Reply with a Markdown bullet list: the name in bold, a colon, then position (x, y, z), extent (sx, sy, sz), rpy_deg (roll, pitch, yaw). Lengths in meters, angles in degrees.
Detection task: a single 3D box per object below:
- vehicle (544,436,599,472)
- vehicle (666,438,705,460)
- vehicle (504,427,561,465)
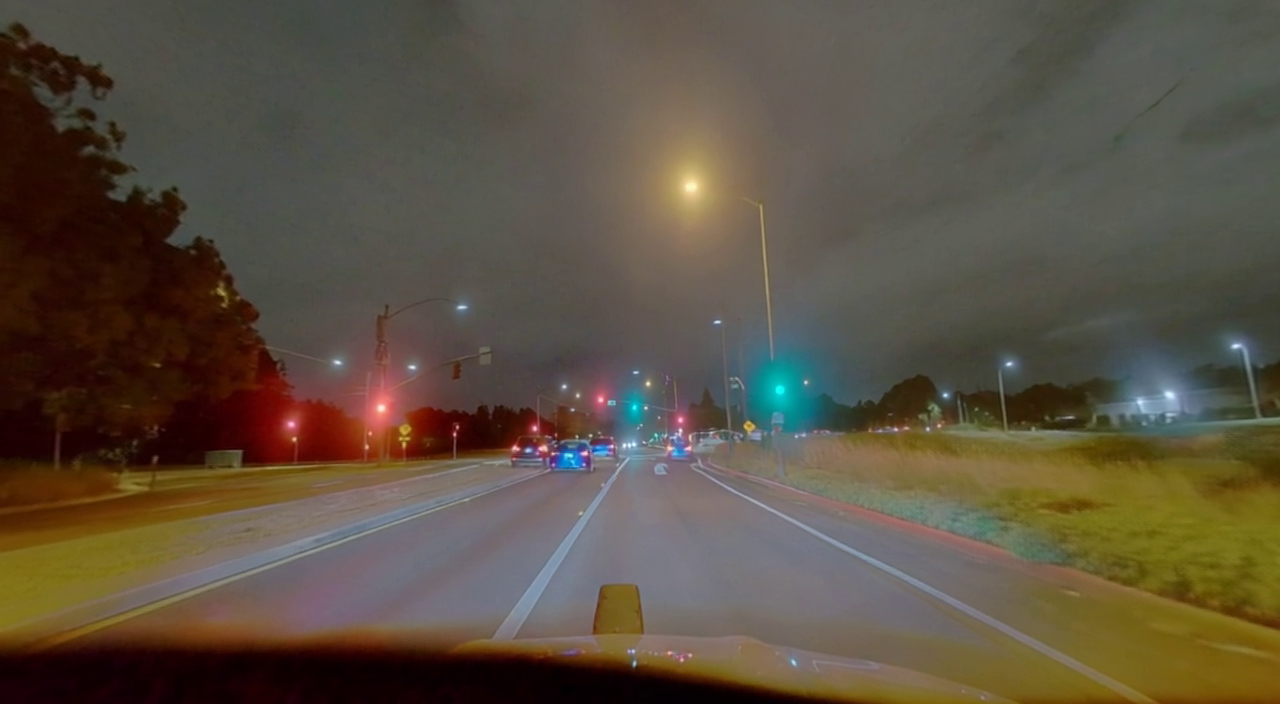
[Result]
- **vehicle**: position (-2.997, 4.591, 28.537), extent (1.979, 1.492, 3.930), rpy_deg (0, -9, 1)
- **vehicle**: position (3.079, 6.455, 42.104), extent (1.945, 1.410, 4.284), rpy_deg (-2, -9, 13)
- **vehicle**: position (-6.139, 5.484, 36.786), extent (2.390, 2.020, 5.085), rpy_deg (0, -9, 0)
